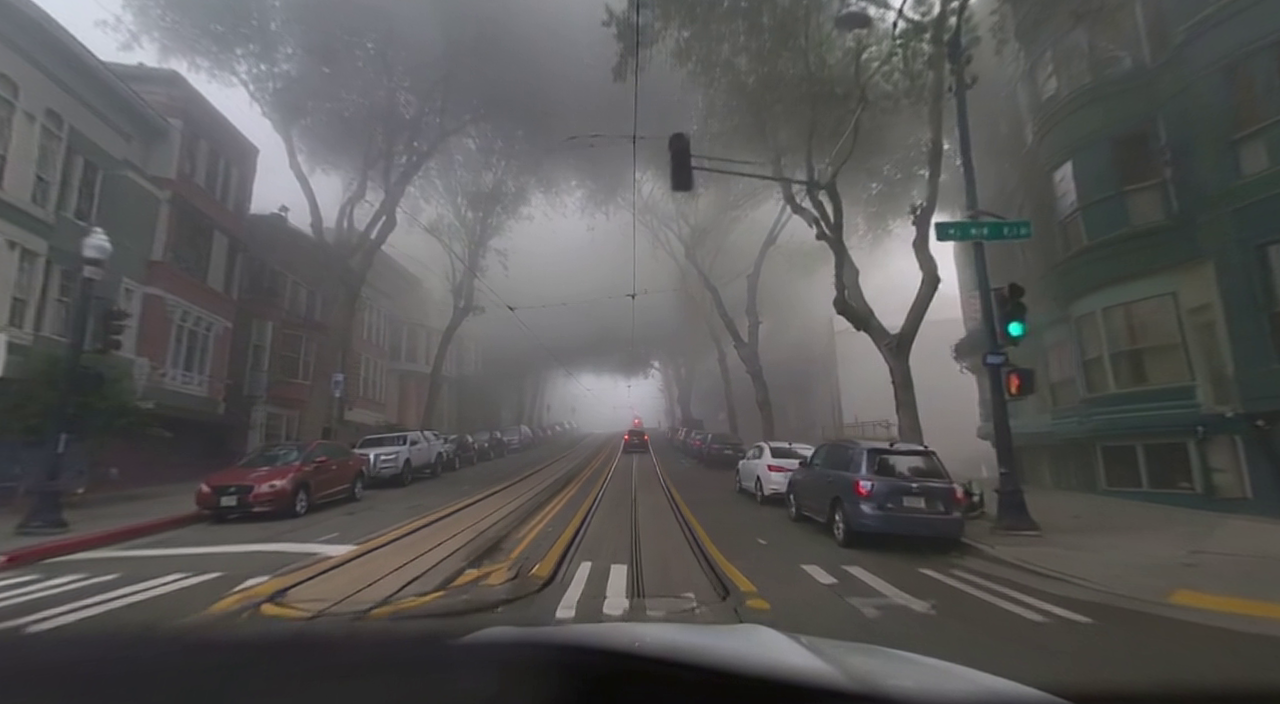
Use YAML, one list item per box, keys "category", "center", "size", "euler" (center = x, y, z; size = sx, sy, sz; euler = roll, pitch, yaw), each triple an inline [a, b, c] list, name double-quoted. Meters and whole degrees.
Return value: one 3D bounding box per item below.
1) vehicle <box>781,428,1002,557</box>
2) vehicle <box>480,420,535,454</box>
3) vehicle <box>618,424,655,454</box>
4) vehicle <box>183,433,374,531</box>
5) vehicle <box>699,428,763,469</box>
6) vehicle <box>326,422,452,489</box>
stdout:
- category: "vehicle"
  center: [3.887, 2.217, 10.703]
  size: [1.929, 1.723, 4.134]
  euler: [0, -9, -1]
- category: "vehicle"
  center: [-7.450, 4.877, 36.014]
  size: [2.049, 1.821, 5.066]
  euler: [0, -8, -1]
- category: "vehicle"
  center: [-0.234, 4.972, 35.927]
  size: [1.984, 1.571, 3.404]
  euler: [0, -8, -2]
- category: "vehicle"
  center: [-7.384, 2.610, 13.439]
  size: [1.779, 1.588, 3.953]
  euler: [2, -6, -2]
- category: "vehicle"
  center: [3.707, 4.025, 26.457]
  size: [1.890, 1.559, 4.281]
  euler: [0, -9, -2]
- category: "vehicle"
  center: [-7.466, 3.171, 19.399]
  size: [1.861, 1.751, 4.550]
  euler: [1, -9, 2]
